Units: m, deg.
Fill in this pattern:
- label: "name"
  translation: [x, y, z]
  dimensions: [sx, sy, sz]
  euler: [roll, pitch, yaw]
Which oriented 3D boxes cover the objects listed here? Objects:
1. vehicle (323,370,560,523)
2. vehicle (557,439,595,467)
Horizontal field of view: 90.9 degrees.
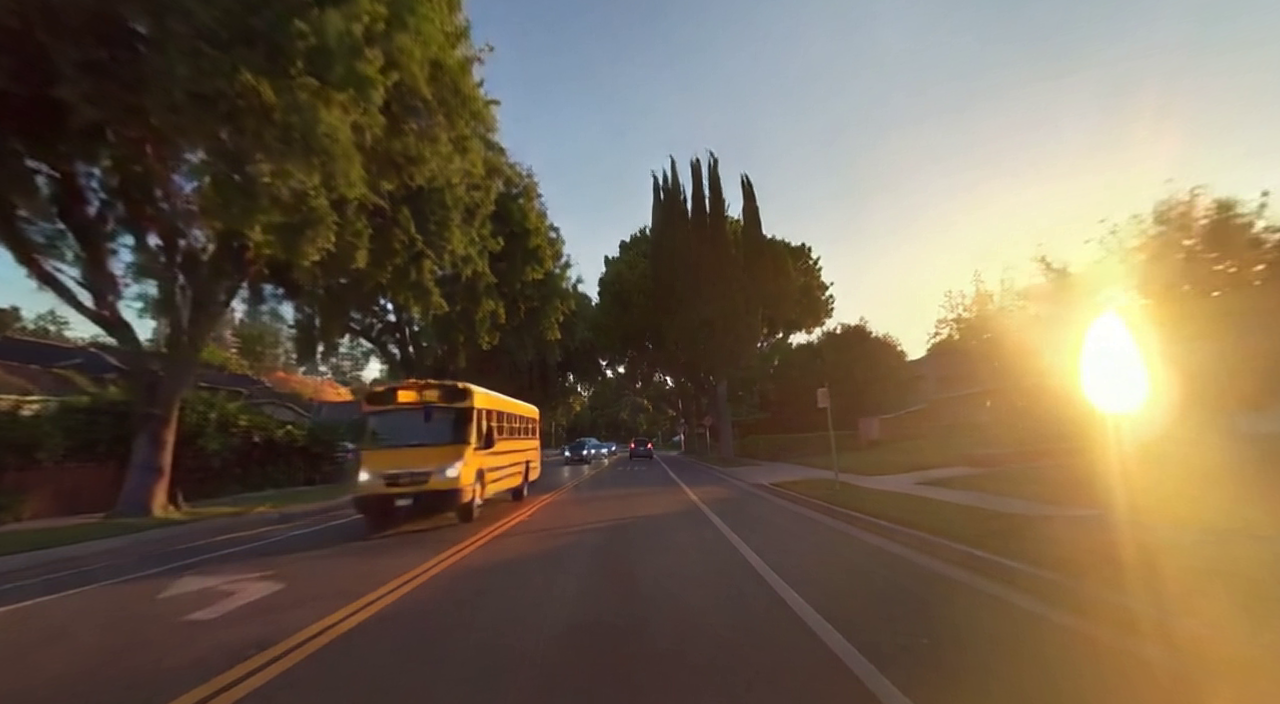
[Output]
- label: "vehicle"
  translation: [-4.274, 2.414, 16.338]
  dimensions: [2.966, 2.818, 9.113]
  euler: [0, -8, 1]
- label: "vehicle"
  translation: [-4.220, 6.762, 42.353]
  dimensions: [2.069, 1.707, 4.385]
  euler: [0, -8, 1]
